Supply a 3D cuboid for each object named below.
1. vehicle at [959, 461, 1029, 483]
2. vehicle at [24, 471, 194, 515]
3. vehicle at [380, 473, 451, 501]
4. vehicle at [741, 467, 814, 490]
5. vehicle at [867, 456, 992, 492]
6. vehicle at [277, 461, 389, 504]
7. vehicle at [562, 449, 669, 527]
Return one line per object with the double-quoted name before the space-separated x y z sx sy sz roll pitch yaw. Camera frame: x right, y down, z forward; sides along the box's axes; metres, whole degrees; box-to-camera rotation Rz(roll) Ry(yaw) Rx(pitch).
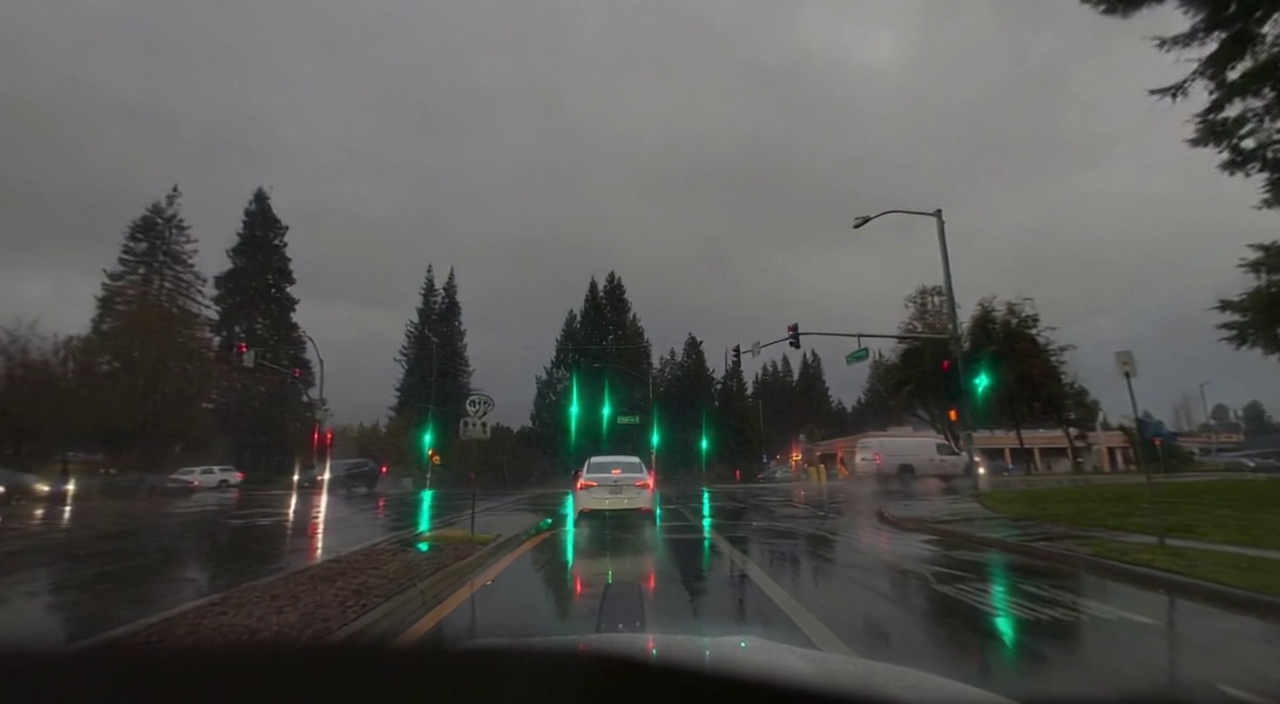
"vehicle" 25.938 8.756 46.294 4.358 1.471 1.875 2 -9 -16
"vehicle" -20.080 5.342 24.126 4.548 1.449 1.802 2 -9 -14
"vehicle" -14.435 8.676 40.778 1.843 1.475 4.047 -5 -10 30
"vehicle" 9.004 8.279 41.553 4.254 1.359 1.895 2 -9 -16
"vehicle" 12.952 5.414 28.341 4.838 1.449 2.077 2 -9 -15
"vehicle" -14.155 5.966 29.208 4.355 1.789 2.175 -3 -9 21
"vehicle" -0.624 3.021 14.646 2.112 1.479 4.264 1 -9 -4
